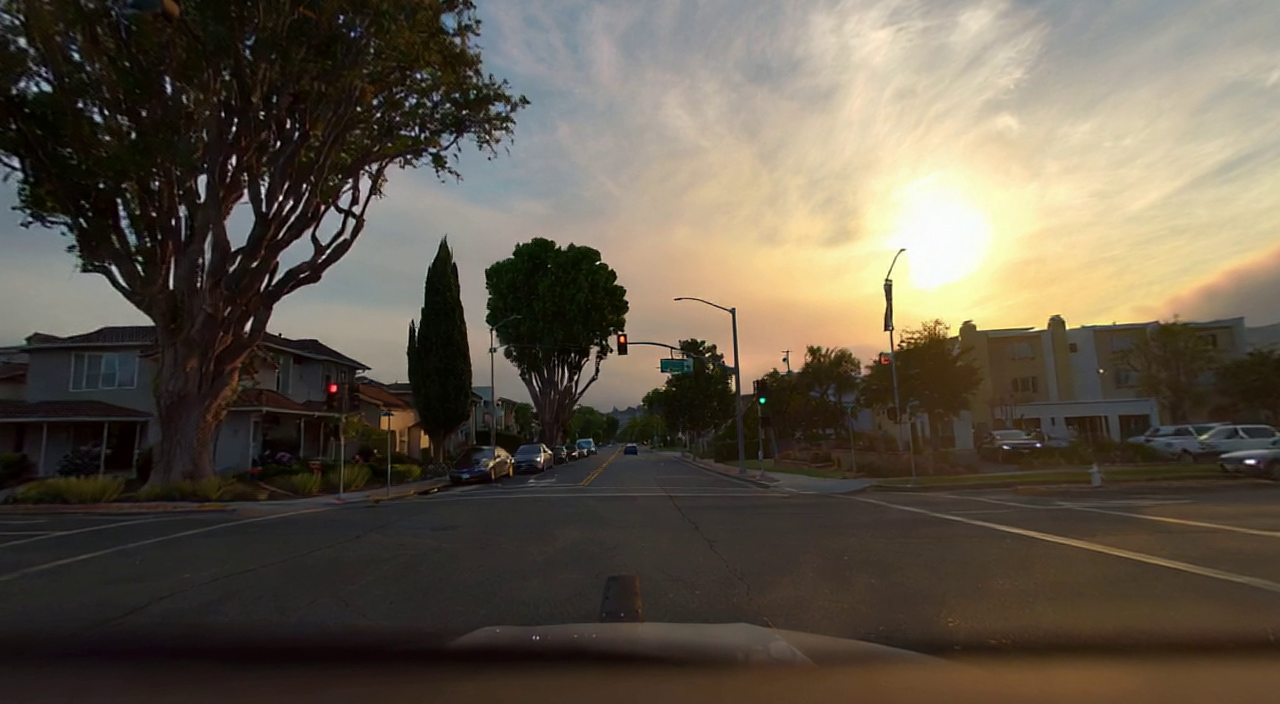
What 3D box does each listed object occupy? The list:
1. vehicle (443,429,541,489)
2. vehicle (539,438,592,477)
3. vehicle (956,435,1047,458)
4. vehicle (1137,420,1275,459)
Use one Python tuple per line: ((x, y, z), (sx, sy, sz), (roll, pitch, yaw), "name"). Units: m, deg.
((-6.500, 4.836, 28.973), (2.896, 2.339, 7.322), (0, -9, -1), "vehicle")
((-3.648, 5.286, 31.920), (2.120, 1.783, 4.788), (0, -9, 0), "vehicle")
((25.007, 6.552, 43.840), (5.172, 1.515, 1.851), (0, -9, -2), "vehicle")
((33.274, 5.162, 37.245), (5.969, 2.149, 2.331), (0, -9, -3), "vehicle")
